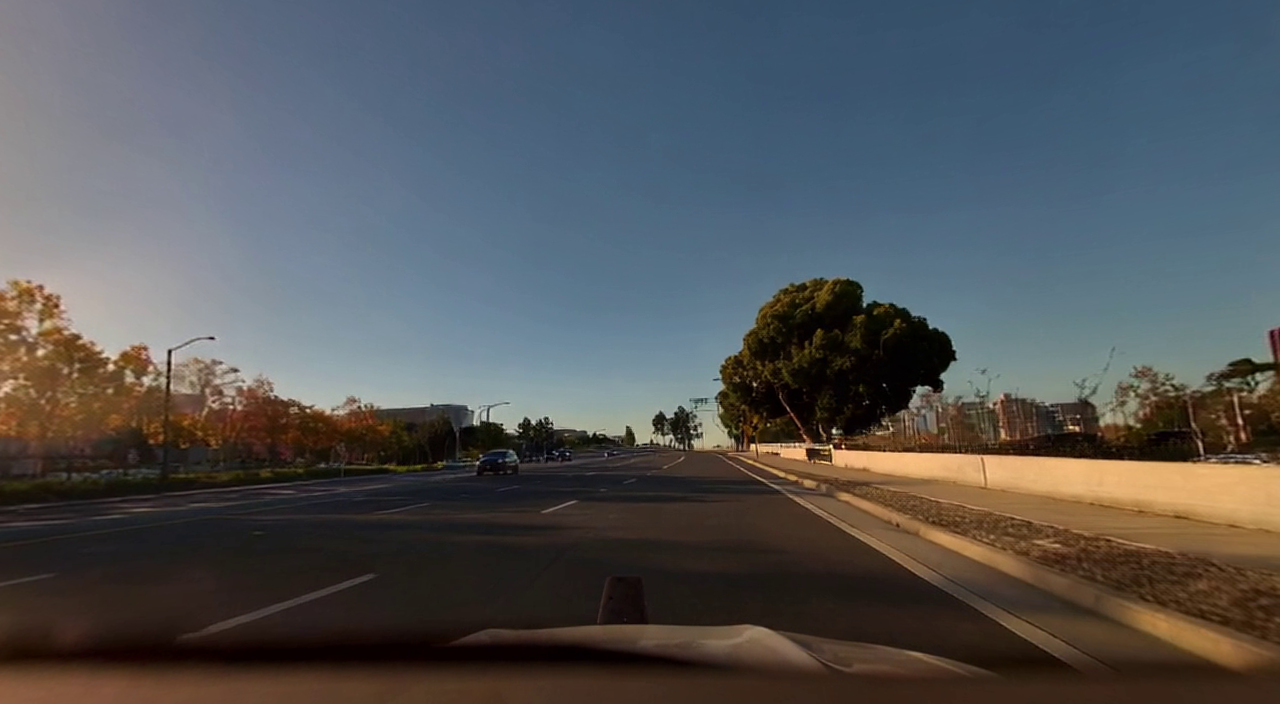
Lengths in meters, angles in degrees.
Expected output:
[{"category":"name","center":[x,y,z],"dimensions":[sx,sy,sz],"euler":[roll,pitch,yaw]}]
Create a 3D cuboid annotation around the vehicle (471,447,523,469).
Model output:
[{"category":"vehicle","center":[-10.002,7.453,44.459],"dimensions":[2.240,1.452,4.518],"euler":[-1,-8,6]}]
